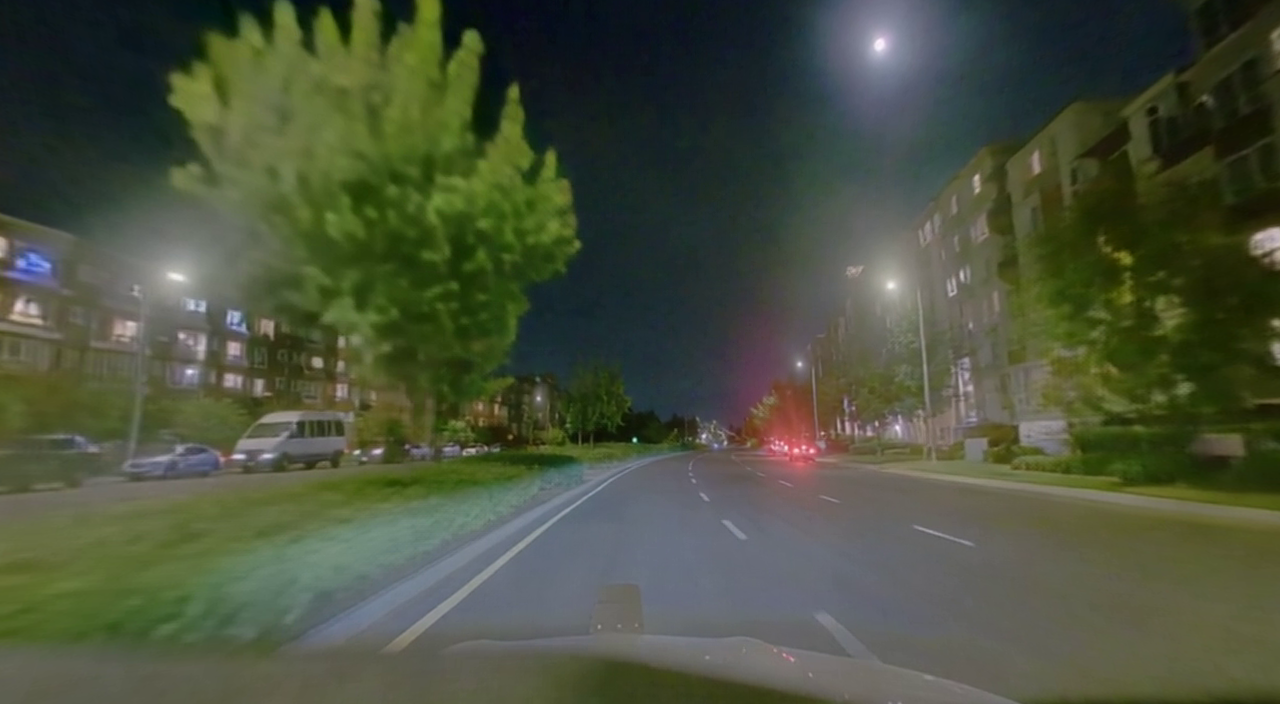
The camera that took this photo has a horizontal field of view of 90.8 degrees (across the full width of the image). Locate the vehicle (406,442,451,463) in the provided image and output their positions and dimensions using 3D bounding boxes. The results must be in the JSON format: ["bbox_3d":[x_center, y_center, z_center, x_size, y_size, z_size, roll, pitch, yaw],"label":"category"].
[{"bbox_3d":[-16.561,7.911,49.737,1.854,1.490,4.331,-3,-9,3],"label":"vehicle"}]

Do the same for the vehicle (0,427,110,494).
[{"bbox_3d":[-18.775,3.195,18.690,2.001,1.836,4.746,-1,-9,0],"label":"vehicle"}]

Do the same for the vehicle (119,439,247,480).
[{"bbox_3d":[-18.407,4.375,25.744,1.808,1.531,4.366,0,-9,2],"label":"vehicle"}]

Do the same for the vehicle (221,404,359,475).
[{"bbox_3d":[-17.853,4.576,32.886,2.766,3.279,6.821,-1,-9,5],"label":"vehicle"}]

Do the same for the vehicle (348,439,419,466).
[{"bbox_3d":[-17.179,6.785,42.727,2.076,1.703,5.595,-1,-9,5],"label":"vehicle"}]
